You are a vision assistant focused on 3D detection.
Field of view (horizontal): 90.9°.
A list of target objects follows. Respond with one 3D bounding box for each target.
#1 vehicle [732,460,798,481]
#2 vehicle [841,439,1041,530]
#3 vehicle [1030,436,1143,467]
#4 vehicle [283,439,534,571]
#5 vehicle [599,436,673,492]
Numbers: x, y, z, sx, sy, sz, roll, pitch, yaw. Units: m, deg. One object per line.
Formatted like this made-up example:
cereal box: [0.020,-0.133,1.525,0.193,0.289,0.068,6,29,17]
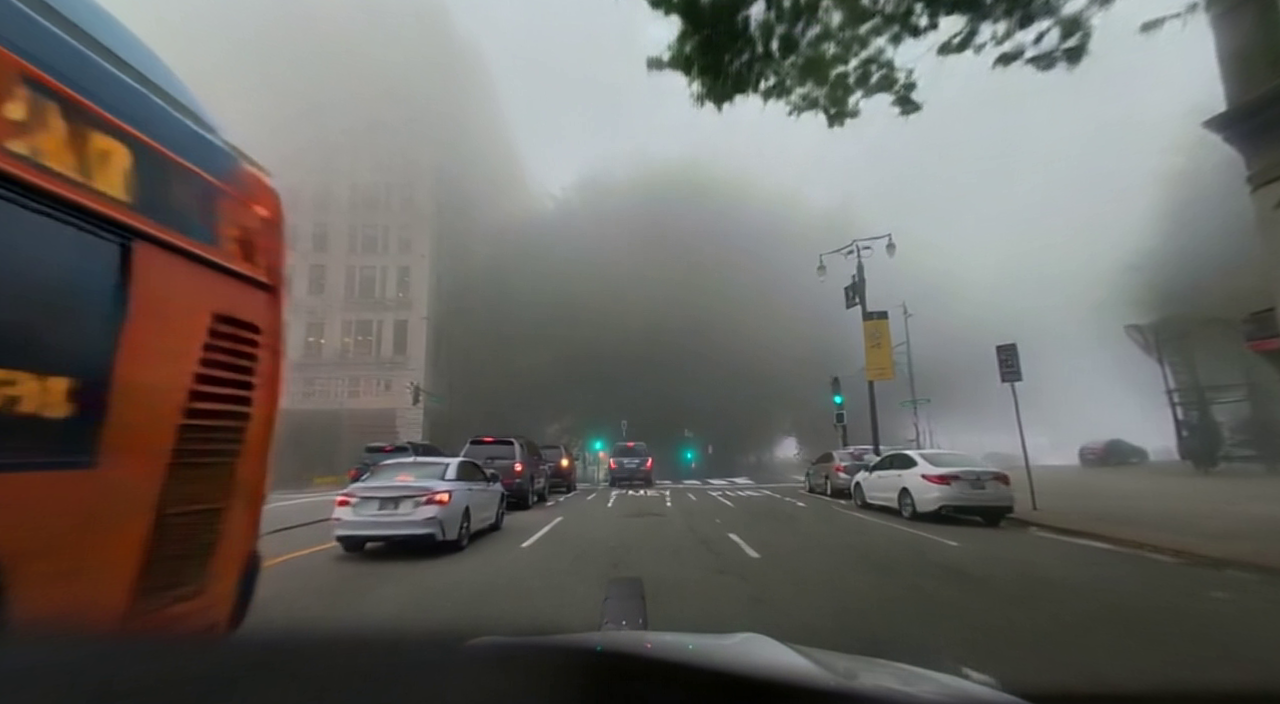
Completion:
vehicle: [9.839,9.355,49.801,4.766,1.502,1.891,-2,-11,-1]
vehicle: [5.908,2.624,13.156,1.919,1.529,4.558,0,-9,0]
vehicle: [23.755,5.298,33.669,4.598,1.519,1.994,0,-9,-5]
vehicle: [-2.973,2.050,9.335,1.930,1.450,4.497,0,-8,1]
vehicle: [-0.023,3.901,22.385,2.328,1.746,5.072,-1,-9,3]
